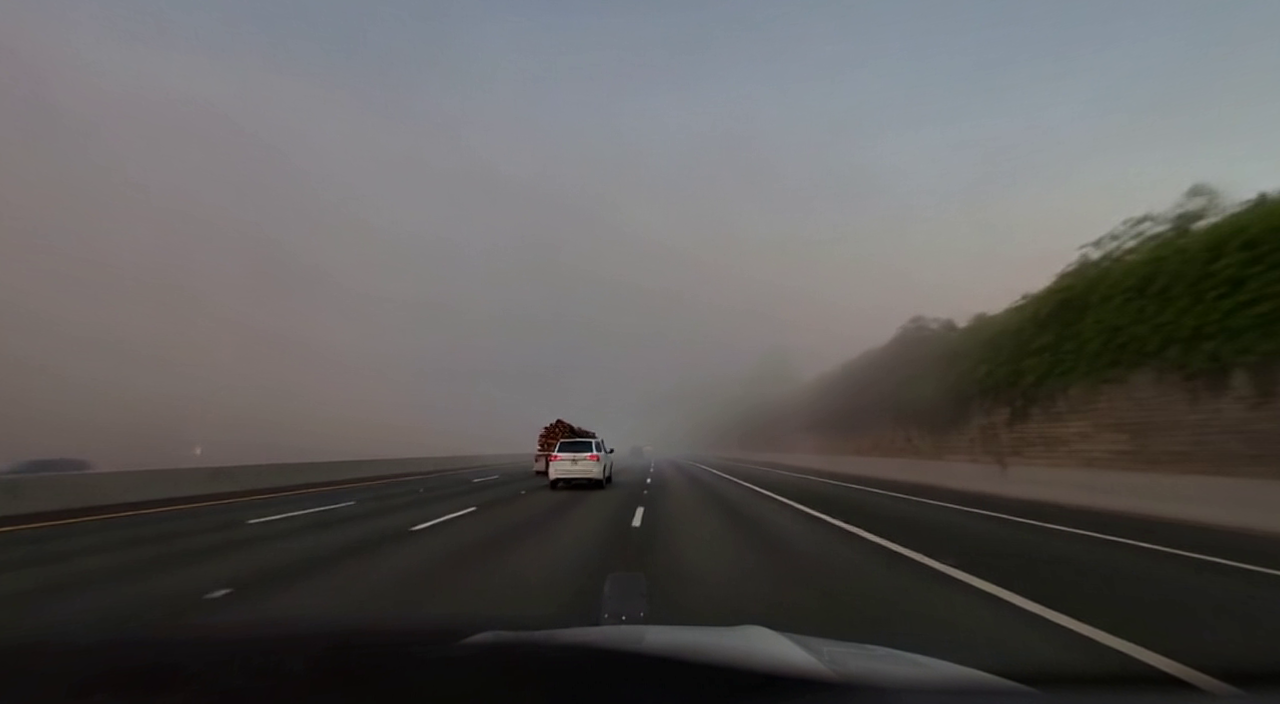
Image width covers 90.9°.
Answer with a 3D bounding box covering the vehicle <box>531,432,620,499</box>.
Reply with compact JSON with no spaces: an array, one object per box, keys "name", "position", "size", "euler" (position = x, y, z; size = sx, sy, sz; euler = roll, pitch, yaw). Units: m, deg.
[{"name":"vehicle","position":[-1.812,3.392,19.273],"size":[2.114,1.787,4.365],"euler":[-1,-8,2]}]
